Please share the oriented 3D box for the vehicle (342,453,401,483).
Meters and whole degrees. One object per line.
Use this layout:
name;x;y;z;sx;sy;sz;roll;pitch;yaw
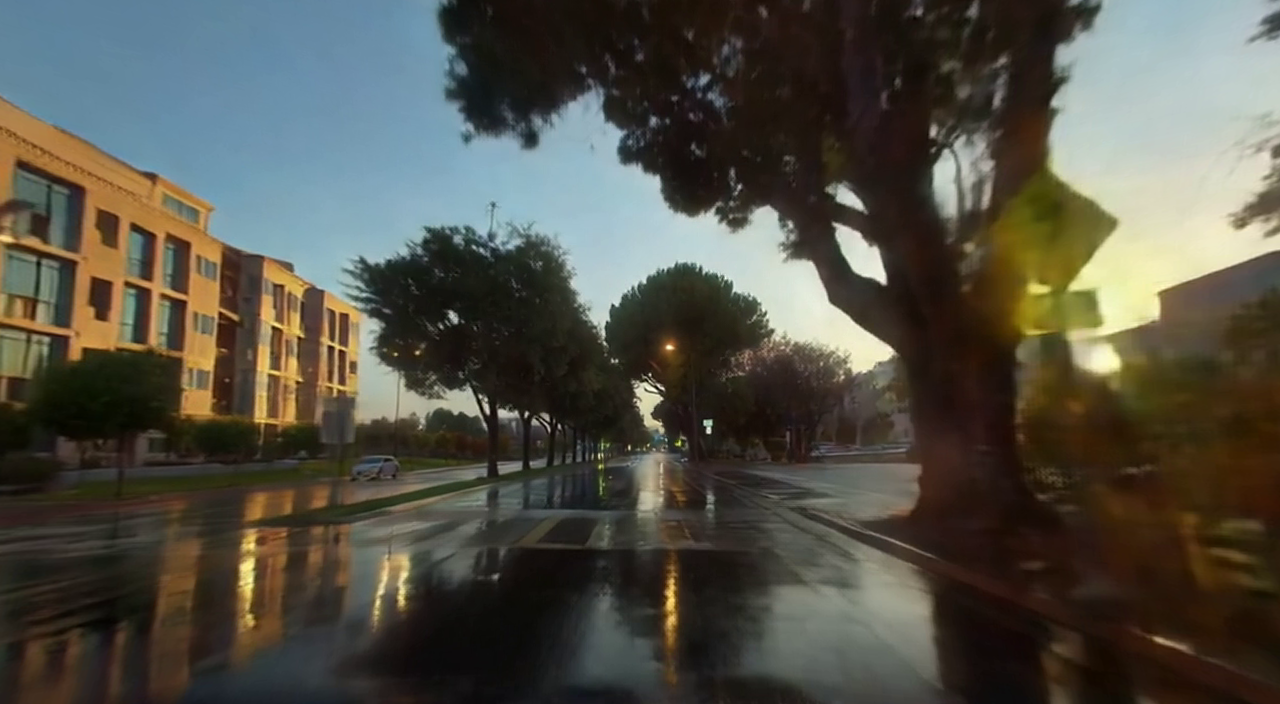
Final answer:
vehicle;-16.690;7.203;39.381;1.807;1.570;4.557;-4;-9;-1
